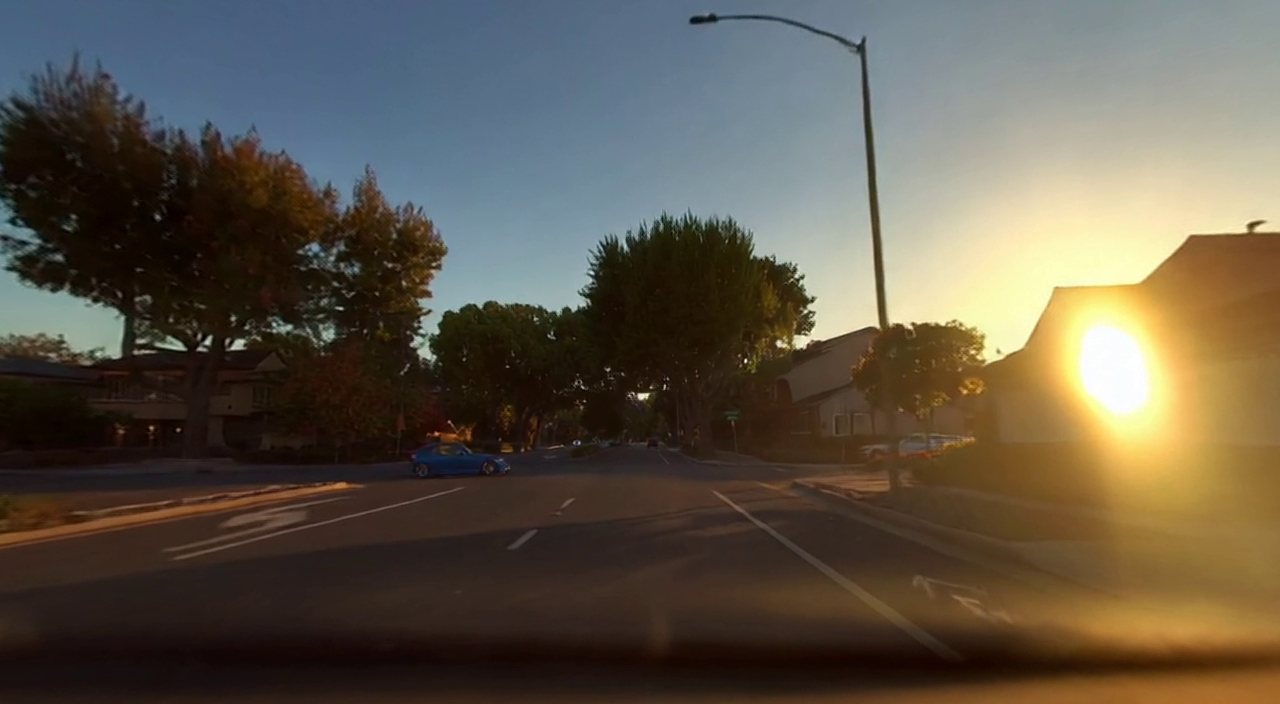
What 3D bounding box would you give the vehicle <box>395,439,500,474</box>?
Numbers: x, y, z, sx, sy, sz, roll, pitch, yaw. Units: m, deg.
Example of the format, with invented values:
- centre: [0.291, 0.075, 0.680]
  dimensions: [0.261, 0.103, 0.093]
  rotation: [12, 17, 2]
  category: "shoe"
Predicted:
- centre: [-10.156, 5.487, 33.381]
  dimensions: [4.788, 1.666, 2.170]
  rotation: [6, -10, -36]
  category: "vehicle"
